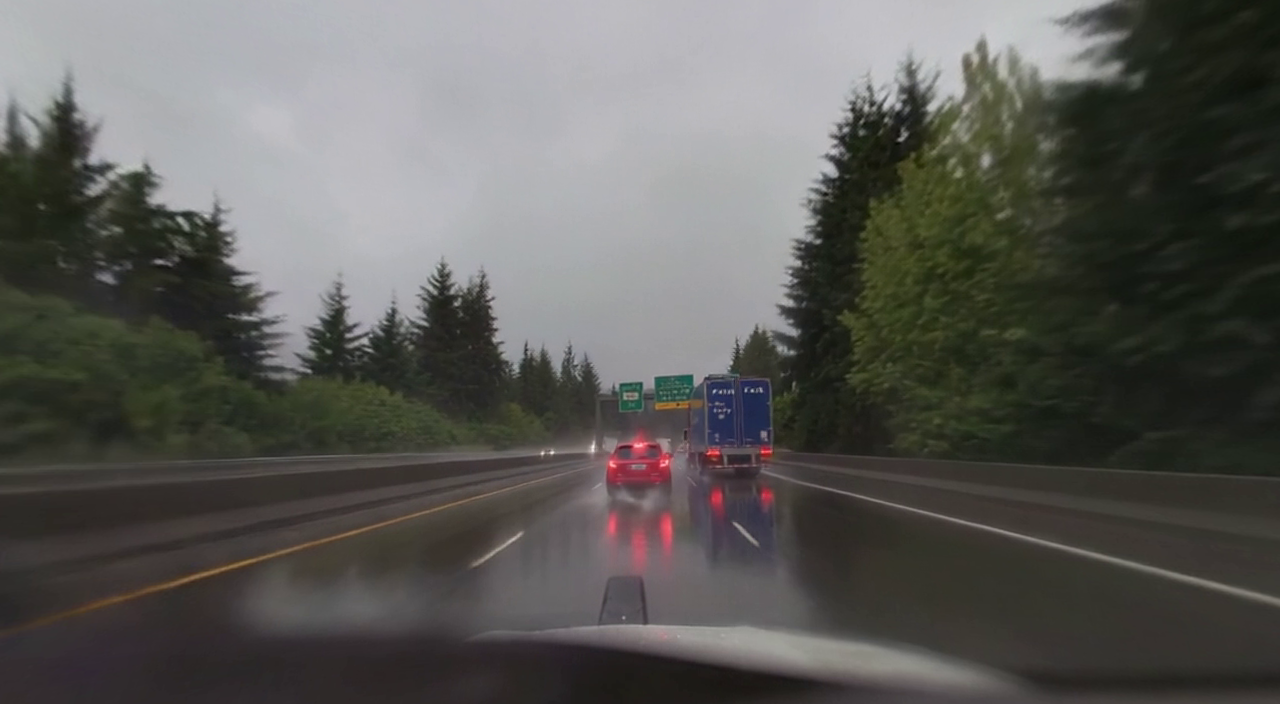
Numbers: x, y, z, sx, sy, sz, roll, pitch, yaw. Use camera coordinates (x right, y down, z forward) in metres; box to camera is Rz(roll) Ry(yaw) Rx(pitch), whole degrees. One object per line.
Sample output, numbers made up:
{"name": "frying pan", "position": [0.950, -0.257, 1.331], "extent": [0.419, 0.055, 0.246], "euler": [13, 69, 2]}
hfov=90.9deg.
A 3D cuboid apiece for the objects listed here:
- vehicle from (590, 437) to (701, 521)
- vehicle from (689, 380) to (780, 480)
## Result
{"name": "vehicle", "position": [0.135, 2.714, 14.005], "extent": [2.039, 1.532, 4.610], "euler": [0, -9, 1]}
{"name": "vehicle", "position": [4.344, 4.250, 32.480], "extent": [2.960, 4.018, 13.834], "euler": [0, -9, 2]}
